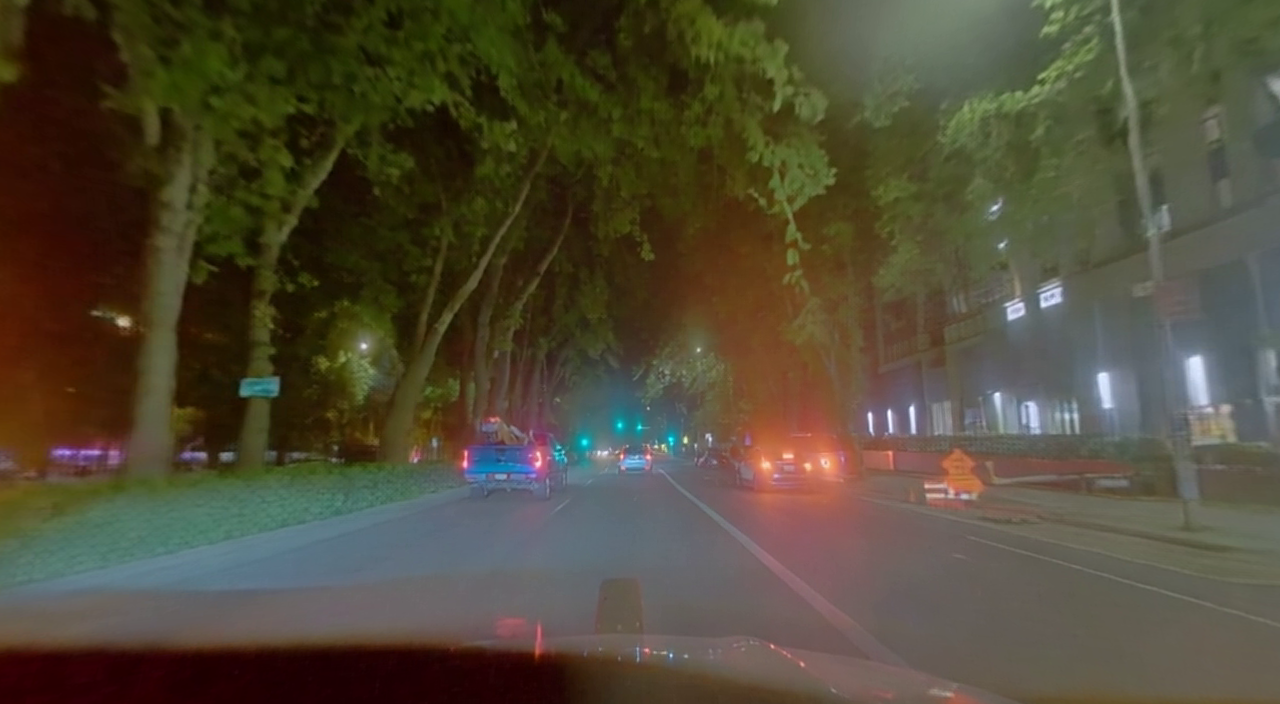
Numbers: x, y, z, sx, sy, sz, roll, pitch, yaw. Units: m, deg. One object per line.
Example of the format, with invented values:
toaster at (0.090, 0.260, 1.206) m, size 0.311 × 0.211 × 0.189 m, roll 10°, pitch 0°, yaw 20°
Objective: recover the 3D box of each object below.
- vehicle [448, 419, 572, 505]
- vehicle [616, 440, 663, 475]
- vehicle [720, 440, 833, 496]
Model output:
vehicle at (-3.454, 3.093, 18.244) m, size 2.424 × 2.063 × 5.678 m, roll 0°, pitch -9°, yaw -1°
vehicle at (-0.070, 5.748, 34.680) m, size 2.413 × 1.748 × 4.406 m, roll 0°, pitch -8°, yaw -1°
vehicle at (4.298, 3.726, 20.782) m, size 2.082 × 1.601 × 4.451 m, roll 1°, pitch -9°, yaw -10°
